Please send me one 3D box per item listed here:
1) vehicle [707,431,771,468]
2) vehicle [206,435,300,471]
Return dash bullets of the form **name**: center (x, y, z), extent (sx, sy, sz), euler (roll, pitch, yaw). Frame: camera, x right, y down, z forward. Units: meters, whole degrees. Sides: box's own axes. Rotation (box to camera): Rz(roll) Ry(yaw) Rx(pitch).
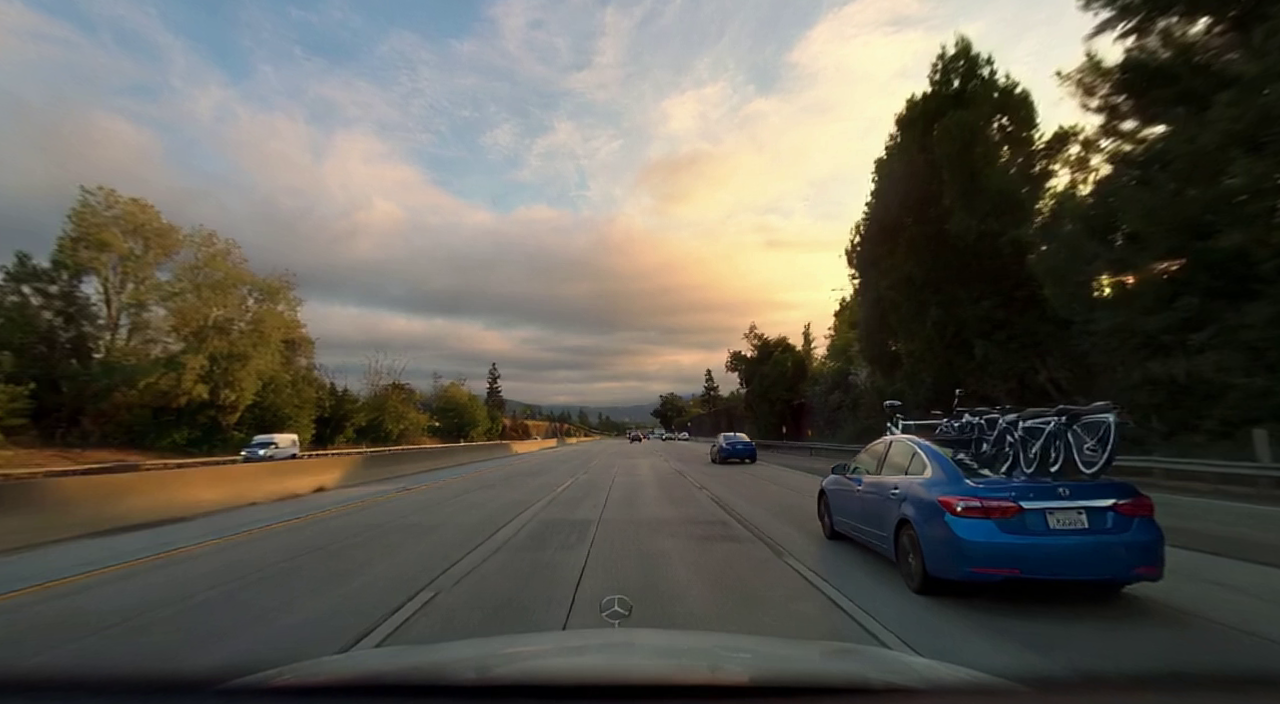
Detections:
- **vehicle**: center (4.138, 4.121, 26.860), extent (1.911, 1.449, 3.776), euler (0, -8, -3)
- **vehicle**: center (-26.798, 6.972, 44.034), extent (2.307, 2.308, 6.197), euler (-1, -8, 4)
